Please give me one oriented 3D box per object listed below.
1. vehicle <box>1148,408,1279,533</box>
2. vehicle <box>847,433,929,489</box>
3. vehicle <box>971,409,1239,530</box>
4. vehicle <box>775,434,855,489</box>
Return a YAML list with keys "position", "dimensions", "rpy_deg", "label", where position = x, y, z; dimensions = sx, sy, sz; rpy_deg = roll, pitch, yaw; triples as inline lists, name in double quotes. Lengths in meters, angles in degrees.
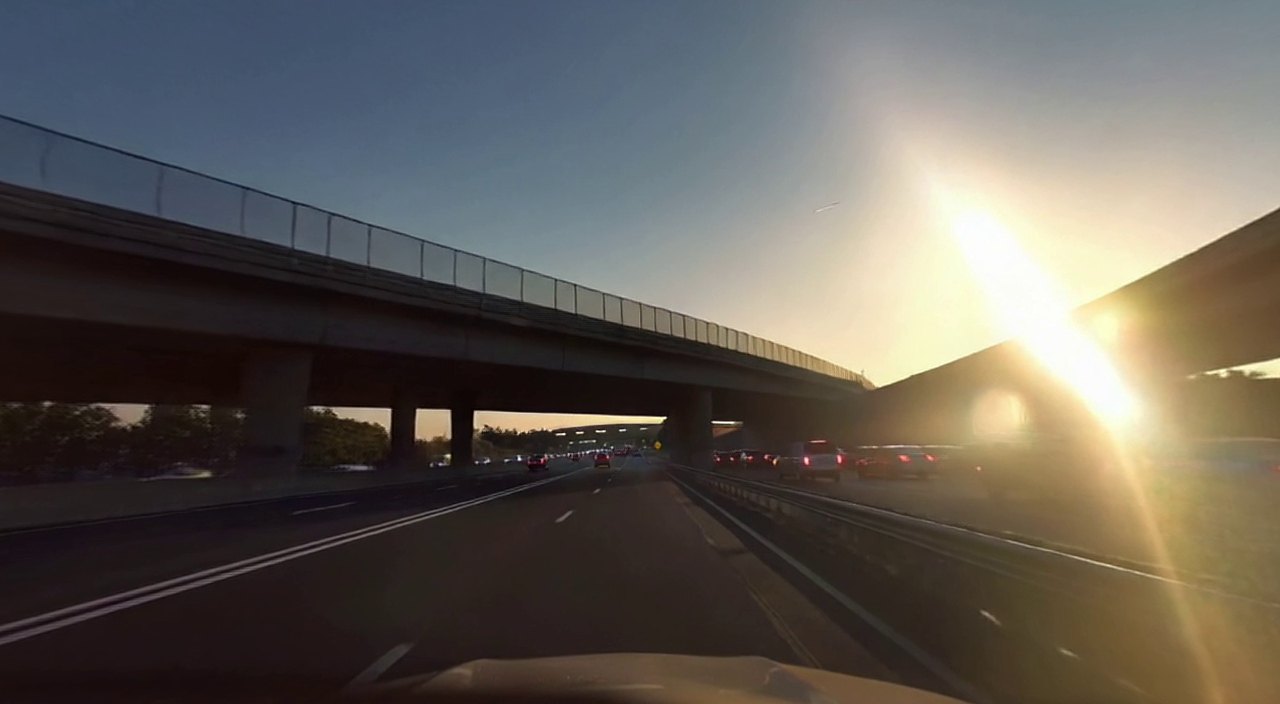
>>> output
- position: [18.673, 3.439, 18.506]
  dimensions: [2.594, 3.362, 5.549]
  rpy_deg: [0, -9, -1]
  label: "vehicle"
- position: [18.312, 8.056, 47.222]
  dimensions: [2.698, 3.744, 8.974]
  rpy_deg: [0, -9, 2]
  label: "vehicle"
- position: [15.897, 4.115, 22.907]
  dimensions: [2.635, 3.459, 9.104]
  rpy_deg: [0, -9, -1]
  label: "vehicle"
- position: [12.792, 8.102, 47.195]
  dimensions: [2.941, 3.578, 10.624]
  rpy_deg: [0, -9, 0]
  label: "vehicle"
